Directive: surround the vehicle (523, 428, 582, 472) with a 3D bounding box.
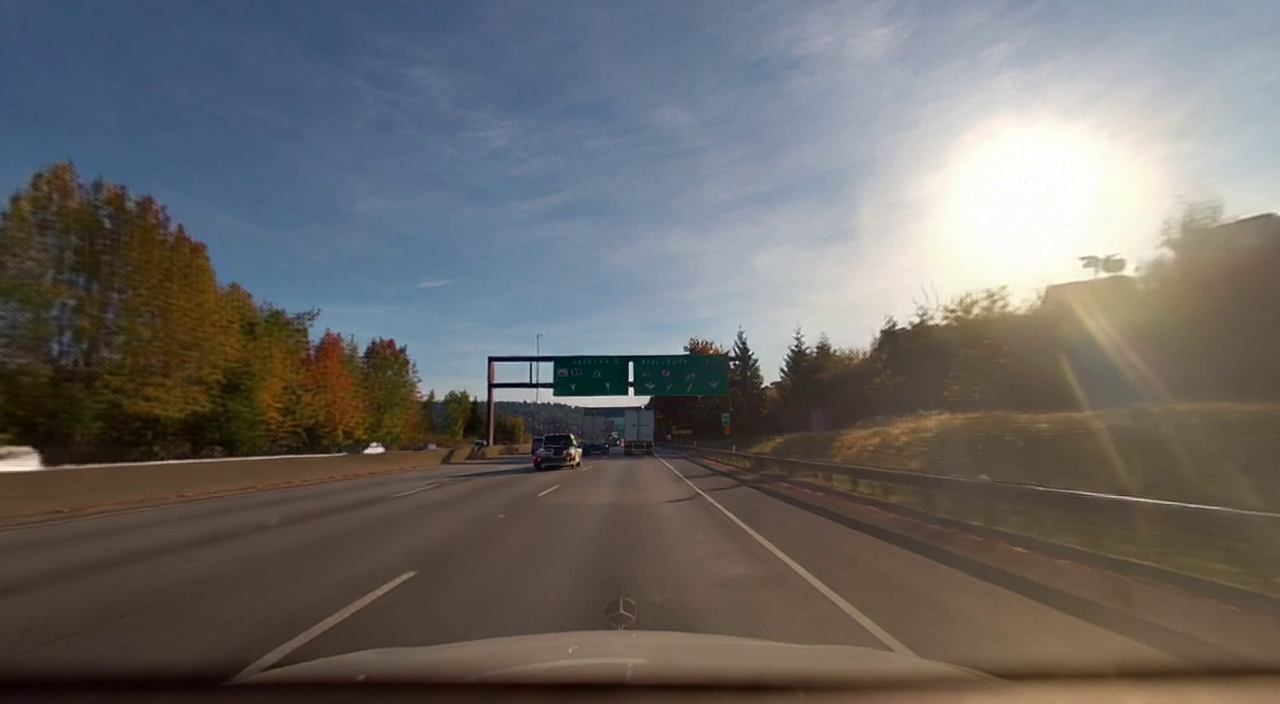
[{"bbox_3d":[-3.991,4.545,29.469,2.127,1.839,4.984,0,-8,-1],"label":"vehicle"}]
